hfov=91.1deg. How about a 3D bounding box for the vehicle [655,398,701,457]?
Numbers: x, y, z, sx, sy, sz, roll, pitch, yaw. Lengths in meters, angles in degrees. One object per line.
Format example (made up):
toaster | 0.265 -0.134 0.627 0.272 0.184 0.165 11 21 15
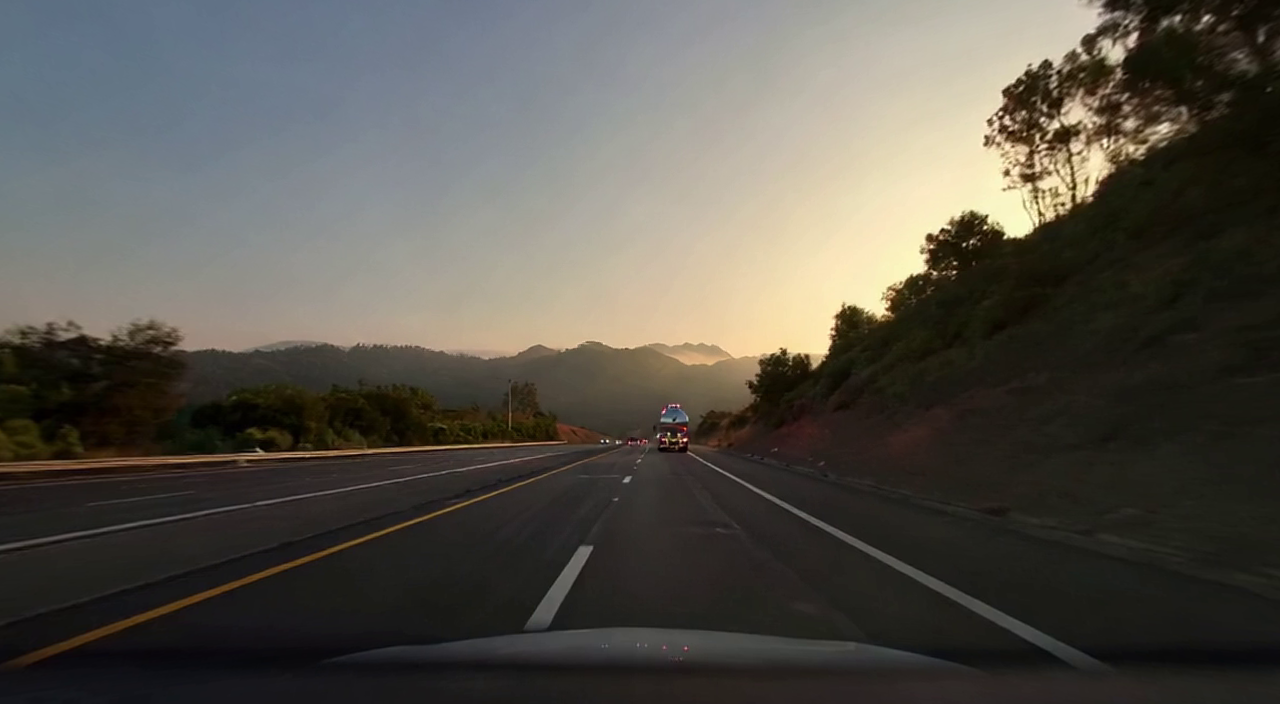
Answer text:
vehicle | 2.563 5.625 46.255 2.946 3.745 11.516 0 -8 1
